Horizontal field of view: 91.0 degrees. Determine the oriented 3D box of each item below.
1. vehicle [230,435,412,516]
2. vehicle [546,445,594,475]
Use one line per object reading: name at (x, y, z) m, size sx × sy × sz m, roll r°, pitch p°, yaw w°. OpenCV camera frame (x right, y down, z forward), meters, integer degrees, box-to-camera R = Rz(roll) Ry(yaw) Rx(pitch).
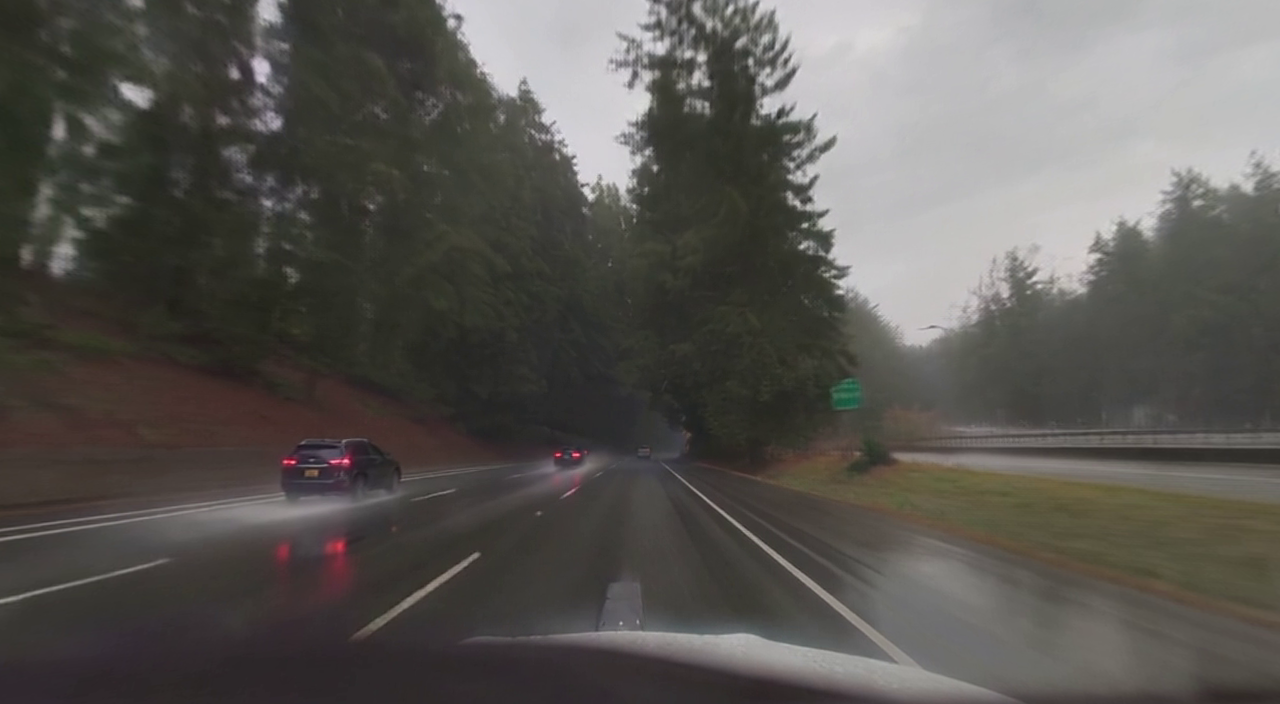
vehicle at (-7.167, 2.805, 14.771) m, size 2.007 × 1.616 × 4.141 m, roll 0°, pitch -9°, yaw 1°
vehicle at (-3.832, 6.032, 35.347) m, size 2.104 × 1.558 × 4.639 m, roll 0°, pitch -9°, yaw 1°
